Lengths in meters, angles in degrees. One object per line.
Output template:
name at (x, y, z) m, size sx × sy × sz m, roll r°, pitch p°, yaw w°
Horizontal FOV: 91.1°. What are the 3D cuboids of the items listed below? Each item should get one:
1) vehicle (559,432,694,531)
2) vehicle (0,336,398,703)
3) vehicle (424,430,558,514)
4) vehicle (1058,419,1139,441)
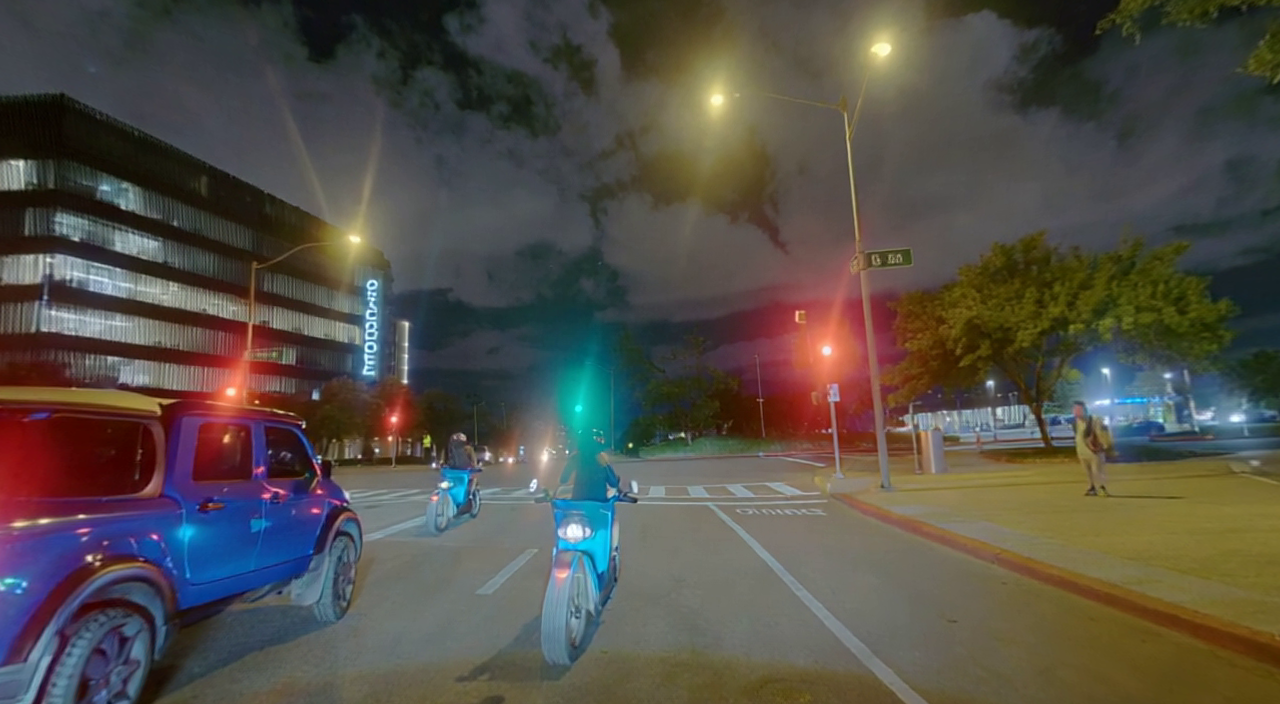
vehicle at (-0.169, 2.255, 11.522) m, size 2.025 × 1.458 × 4.085 m, roll 0°, pitch -8°, yaw 1°
vehicle at (-3.611, 1.128, 4.435) m, size 2.000 × 1.809 × 4.405 m, roll 0°, pitch -8°, yaw 0°
vehicle at (-3.191, 2.655, 14.376) m, size 1.935 × 1.615 × 4.073 m, roll -1°, pitch -8°, yaw 2°
vehicle at (30.702, 5.269, 42.110) m, size 1.751 × 1.420 × 4.027 m, roll 8°, pitch -12°, yaw -43°
